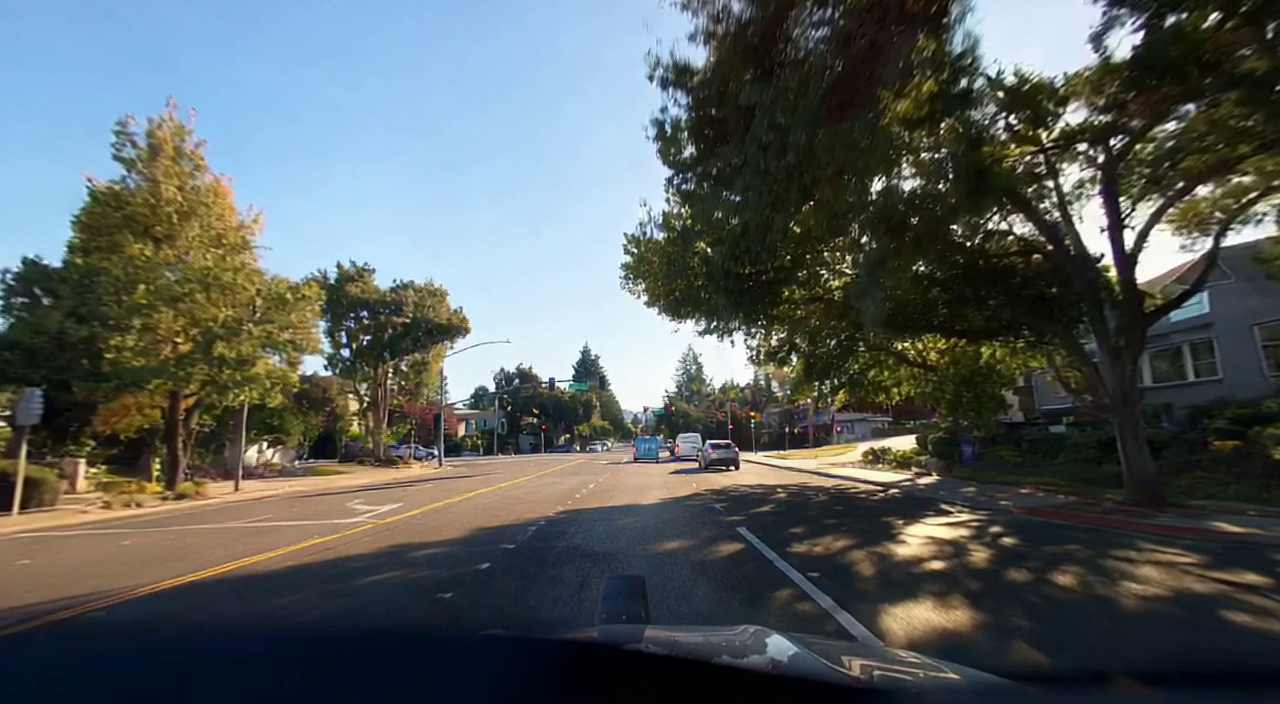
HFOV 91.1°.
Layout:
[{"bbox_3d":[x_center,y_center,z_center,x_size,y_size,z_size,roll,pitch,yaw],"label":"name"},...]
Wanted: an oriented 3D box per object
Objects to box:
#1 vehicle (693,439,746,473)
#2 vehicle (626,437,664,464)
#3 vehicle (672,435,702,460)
[{"bbox_3d":[3.727,4.990,30.323,1.934,1.506,4.544,0,-9,-1],"label":"vehicle"},{"bbox_3d":[0.333,6.437,41.035,2.321,1.624,4.367,0,-9,1],"label":"vehicle"},{"bbox_3d":[3.681,7.524,49.470,2.059,1.924,4.257,0,-9,0],"label":"vehicle"}]
